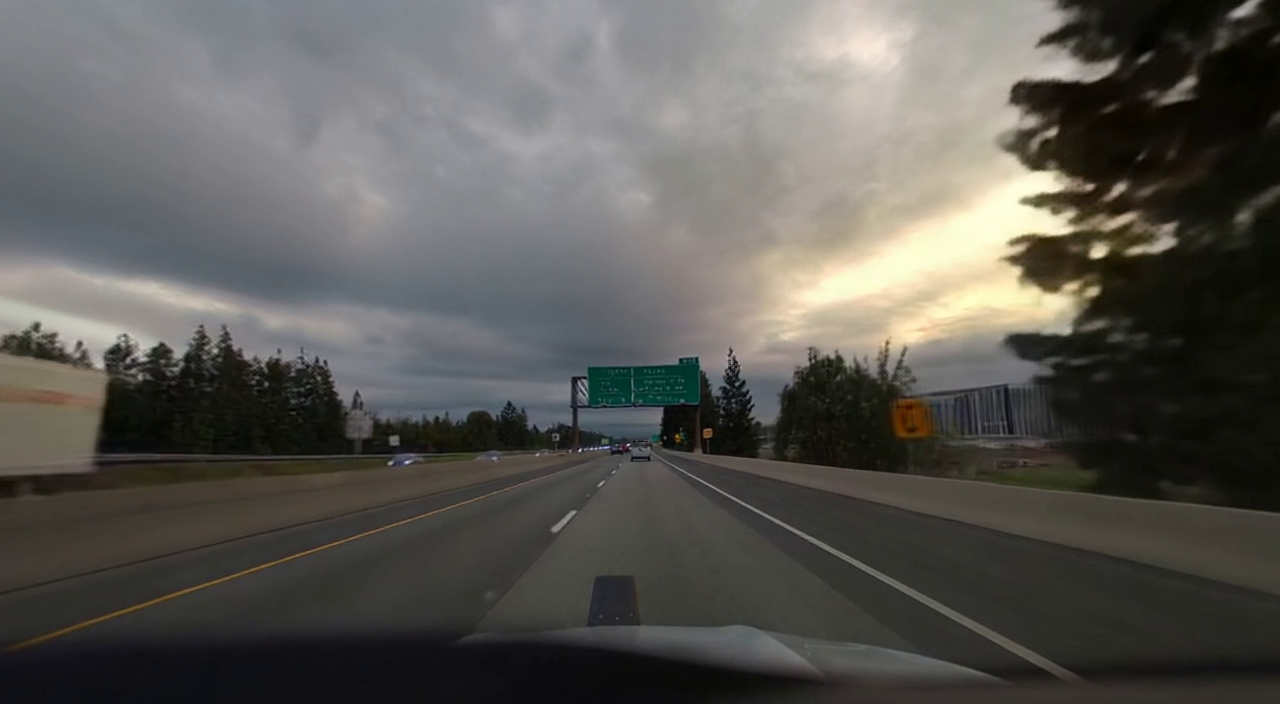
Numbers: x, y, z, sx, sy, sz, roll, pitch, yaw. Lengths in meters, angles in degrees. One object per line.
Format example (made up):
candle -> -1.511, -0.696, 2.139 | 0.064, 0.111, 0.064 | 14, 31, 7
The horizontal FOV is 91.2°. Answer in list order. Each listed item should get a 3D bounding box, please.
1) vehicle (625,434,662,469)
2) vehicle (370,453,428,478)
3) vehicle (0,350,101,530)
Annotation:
vehicle -> 0.244, 6.546, 41.106 | 2.268, 2.122, 4.595 | -1, -9, 1
vehicle -> -16.028, 7.563, 41.954 | 1.909, 1.525, 4.800 | -1, -9, 1
vehicle -> -16.120, 1.735, 12.525 | 2.866, 4.099, 8.730 | 0, -9, -1
